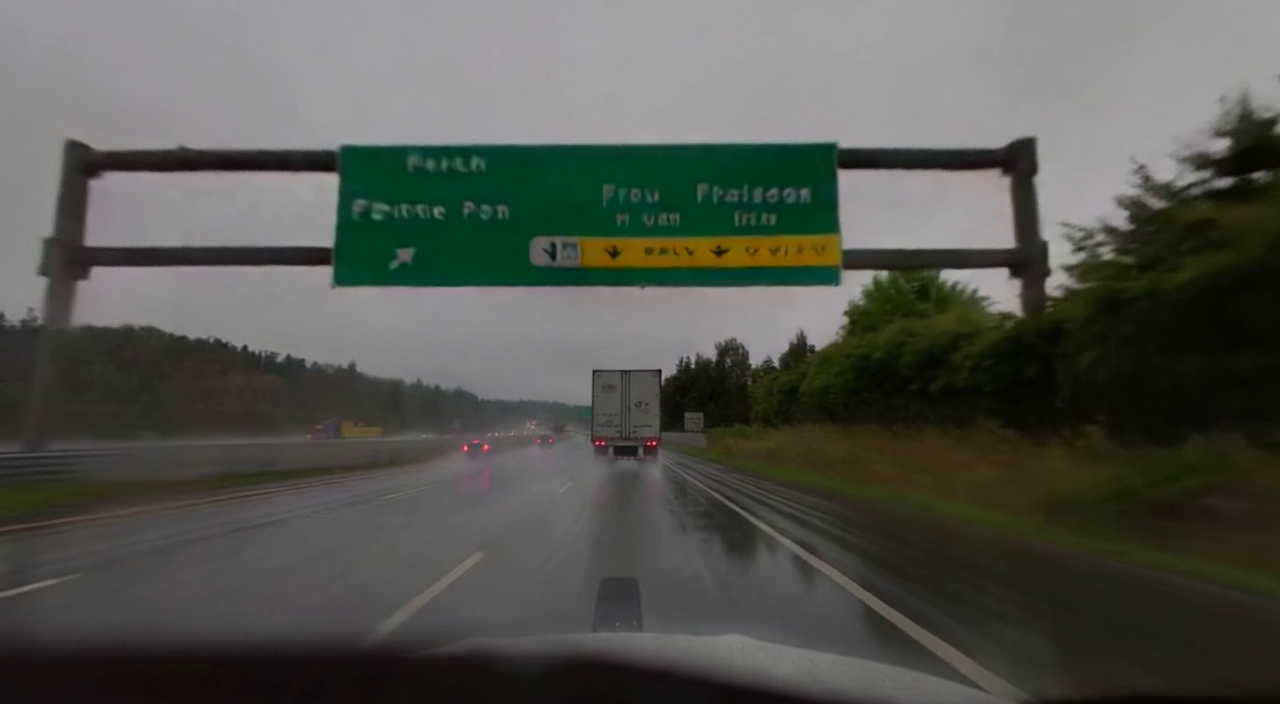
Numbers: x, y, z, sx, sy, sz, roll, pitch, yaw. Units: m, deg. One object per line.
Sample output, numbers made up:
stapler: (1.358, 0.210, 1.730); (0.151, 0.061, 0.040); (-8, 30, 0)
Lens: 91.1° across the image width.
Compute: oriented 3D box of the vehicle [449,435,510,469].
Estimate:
vehicle: (-7.355, 4.584, 29.102); (1.856, 1.479, 3.710); (0, -8, 0)

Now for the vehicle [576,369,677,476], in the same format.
vehicle: (-0.570, 3.222, 27.302); (3.033, 3.223, 14.836); (3, -8, -1)
